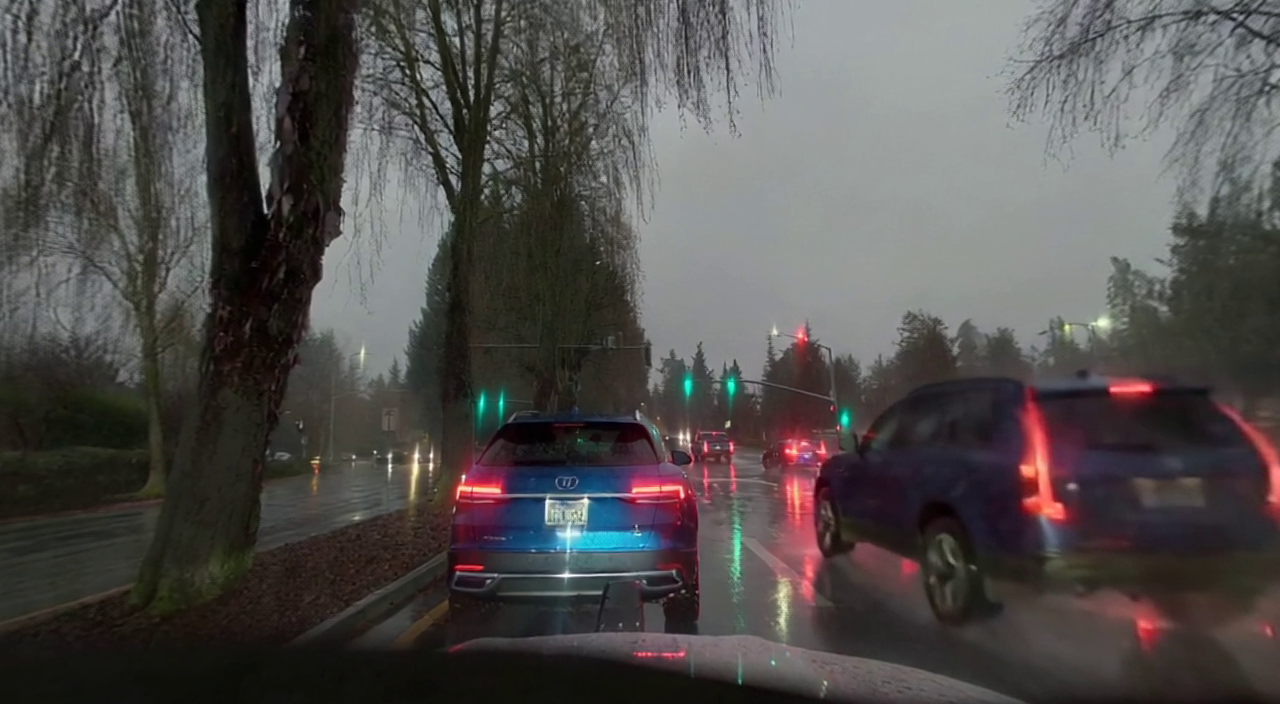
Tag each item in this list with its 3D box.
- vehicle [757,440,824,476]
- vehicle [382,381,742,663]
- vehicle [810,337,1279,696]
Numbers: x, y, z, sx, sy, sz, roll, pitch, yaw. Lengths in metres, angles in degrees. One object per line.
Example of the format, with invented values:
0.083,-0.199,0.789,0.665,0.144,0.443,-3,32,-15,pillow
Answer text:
6.706,4.757,28.660,1.917,1.489,4.625,0,-9,0,vehicle
-0.422,1.353,6.083,2.201,1.709,4.271,0,-9,2,vehicle
3.402,1.222,5.868,2.200,1.909,4.853,0,-9,-1,vehicle
